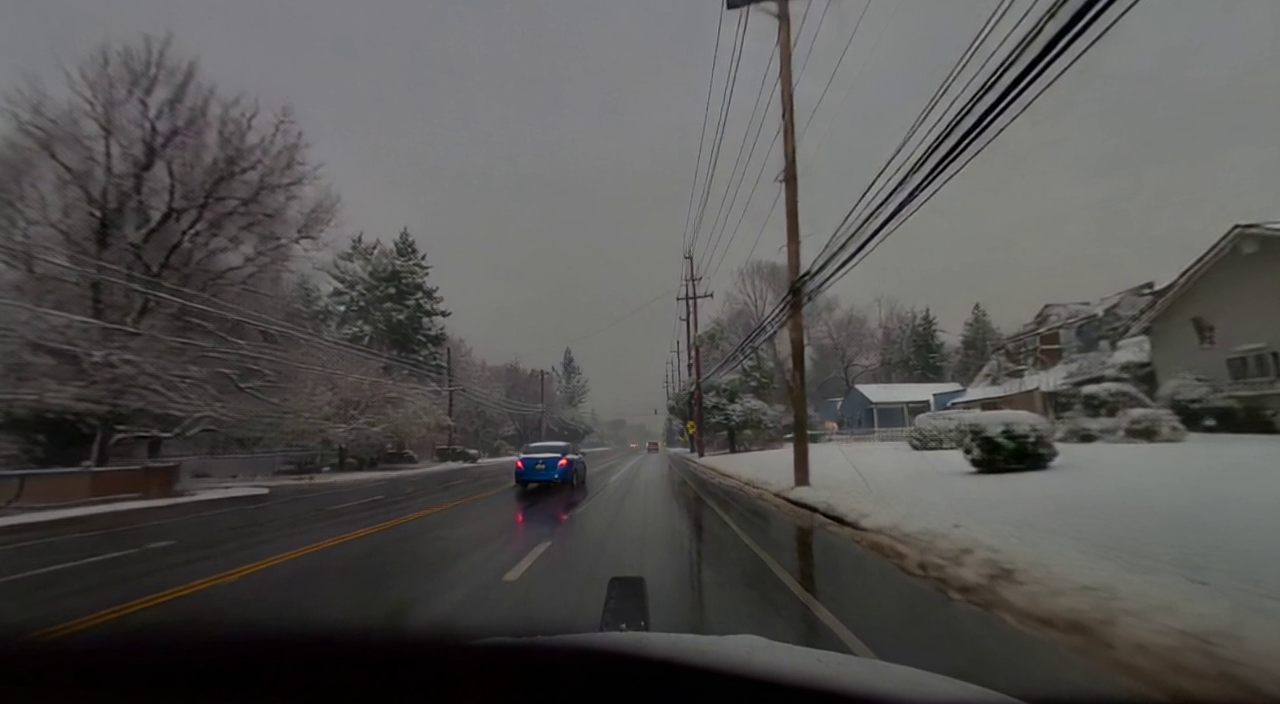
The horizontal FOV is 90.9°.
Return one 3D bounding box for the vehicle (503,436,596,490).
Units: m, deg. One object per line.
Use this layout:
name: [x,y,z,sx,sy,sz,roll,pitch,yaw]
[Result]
vehicle: [-2.738,3.512,20.350,2.085,1.512,5.023,-1,-8,2]
